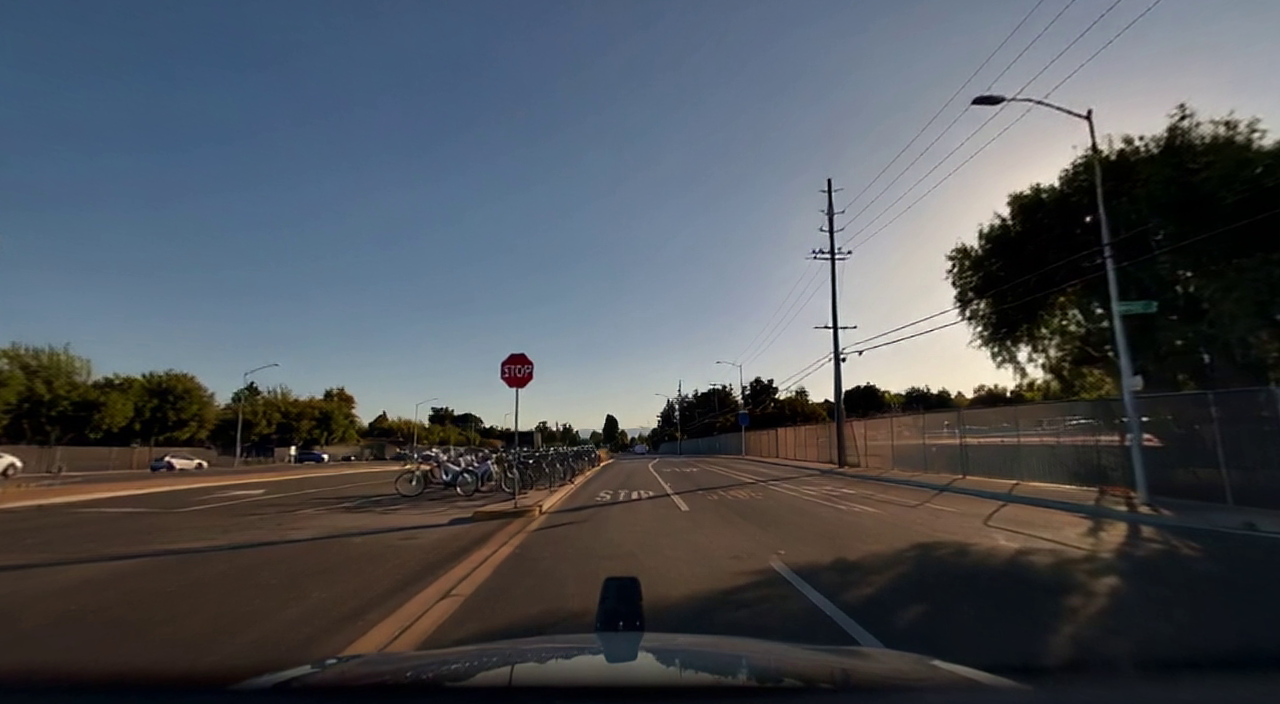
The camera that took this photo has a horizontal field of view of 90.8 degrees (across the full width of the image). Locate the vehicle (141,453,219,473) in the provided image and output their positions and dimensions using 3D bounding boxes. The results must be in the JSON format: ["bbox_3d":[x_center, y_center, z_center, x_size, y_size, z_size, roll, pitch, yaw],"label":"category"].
[{"bbox_3d":[-34.040,8.229,46.851,4.327,1.402,1.757,0,-9,-4],"label":"vehicle"}]
